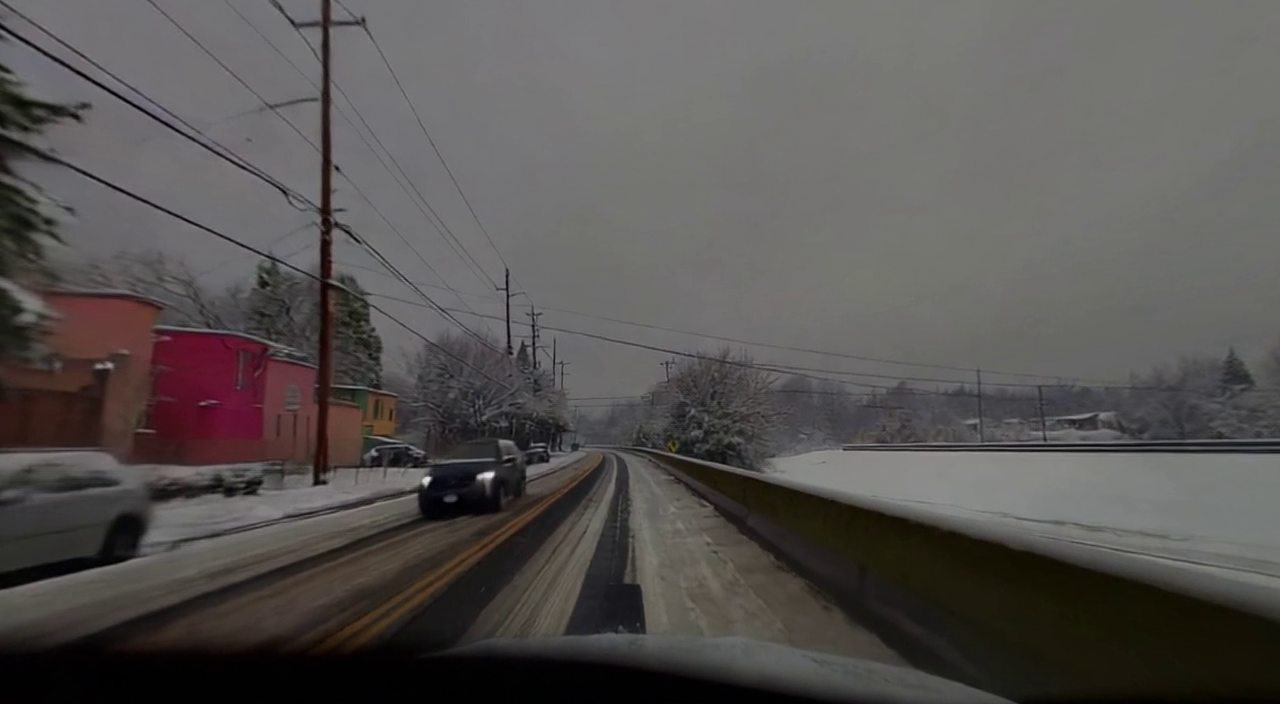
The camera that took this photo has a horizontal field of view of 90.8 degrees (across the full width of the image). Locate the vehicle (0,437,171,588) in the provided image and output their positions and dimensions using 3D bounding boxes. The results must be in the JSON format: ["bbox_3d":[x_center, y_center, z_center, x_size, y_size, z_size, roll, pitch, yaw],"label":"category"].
[{"bbox_3d":[-7.492,1.761,7.181,1.744,1.538,3.331,1,-9,-2],"label":"vehicle"}]

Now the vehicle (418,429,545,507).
[{"bbox_3d":[-3.826,2.883,16.192,2.103,1.690,4.508,0,-8,0],"label":"vehicle"}]

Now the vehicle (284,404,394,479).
[{"bbox_3d":[-11.919,3.649,25.612,2.451,2.641,5.869,1,-9,-10],"label":"vehicle"}]
